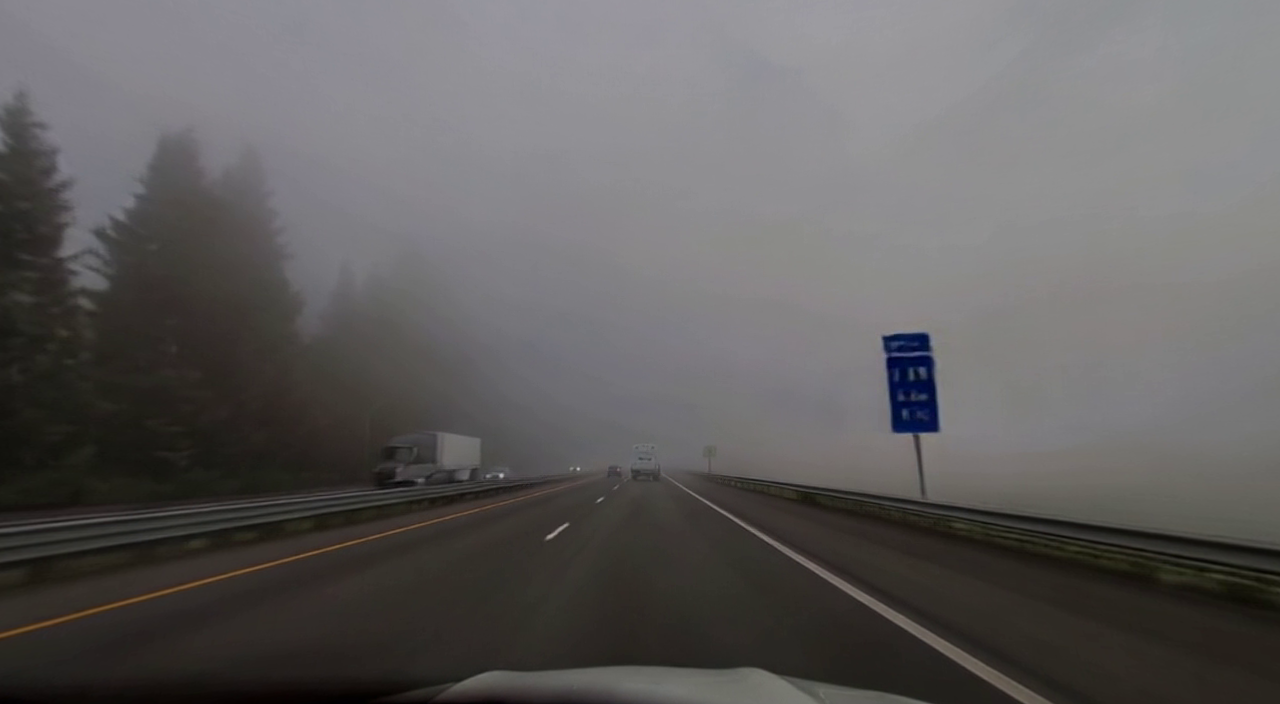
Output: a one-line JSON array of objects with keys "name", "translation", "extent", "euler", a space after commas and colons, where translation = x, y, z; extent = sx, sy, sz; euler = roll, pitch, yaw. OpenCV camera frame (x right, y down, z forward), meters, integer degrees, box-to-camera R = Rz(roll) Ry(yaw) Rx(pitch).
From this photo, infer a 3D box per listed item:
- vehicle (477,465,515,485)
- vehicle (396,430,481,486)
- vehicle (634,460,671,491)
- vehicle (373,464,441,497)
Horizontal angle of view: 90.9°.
[{"name": "vehicle", "translation": [-10.966, 9.444, 48.331], "extent": [1.829, 1.432, 4.294], "euler": [1, -10, 1]}, {"name": "vehicle", "translation": [-15.563, 8.441, 49.736], "extent": [3.015, 3.895, 10.076], "euler": [0, -10, 2]}, {"name": "vehicle", "translation": [0.698, 7.282, 37.261], "extent": [2.048, 1.663, 4.377], "euler": [1, -10, 0]}, {"name": "vehicle", "translation": [-11.124, 6.143, 30.290], "extent": [1.787, 1.428, 3.643], "euler": [1, -10, 1]}]
